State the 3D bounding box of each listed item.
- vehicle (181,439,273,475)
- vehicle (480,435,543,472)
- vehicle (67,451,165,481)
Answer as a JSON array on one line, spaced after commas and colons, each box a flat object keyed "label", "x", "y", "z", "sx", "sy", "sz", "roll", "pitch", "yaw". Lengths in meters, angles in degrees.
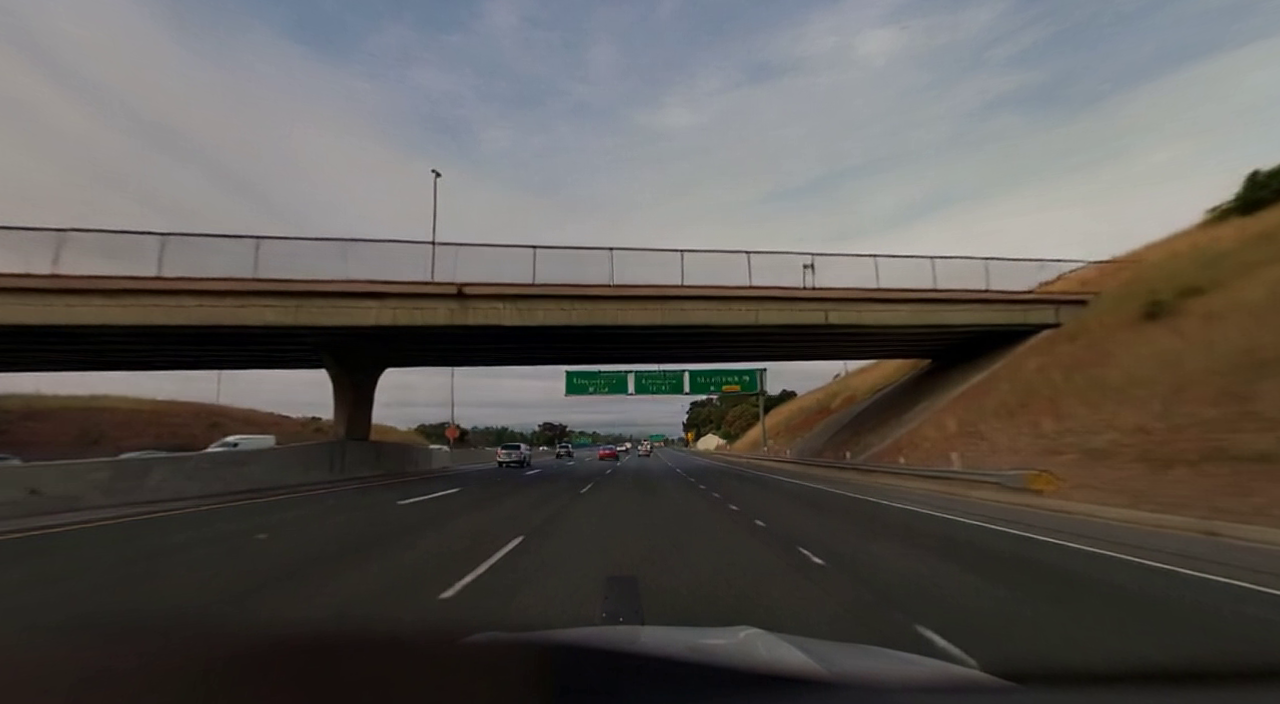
[{"label": "vehicle", "x": -27.372, "y": 6.952, "z": 42.034, "sx": 2.291, "sy": 2.219, "sz": 5.672, "roll": 0, "pitch": -9, "yaw": 0}, {"label": "vehicle", "x": -7.326, "y": 5.862, "z": 36.612, "sx": 2.341, "sy": 1.959, "sz": 5.684, "roll": 0, "pitch": -9, "yaw": 1}, {"label": "vehicle", "x": -30.898, "y": 6.716, "z": 37.319, "sx": 1.858, "sy": 1.648, "sz": 4.522, "roll": 0, "pitch": -9, "yaw": 0}]
